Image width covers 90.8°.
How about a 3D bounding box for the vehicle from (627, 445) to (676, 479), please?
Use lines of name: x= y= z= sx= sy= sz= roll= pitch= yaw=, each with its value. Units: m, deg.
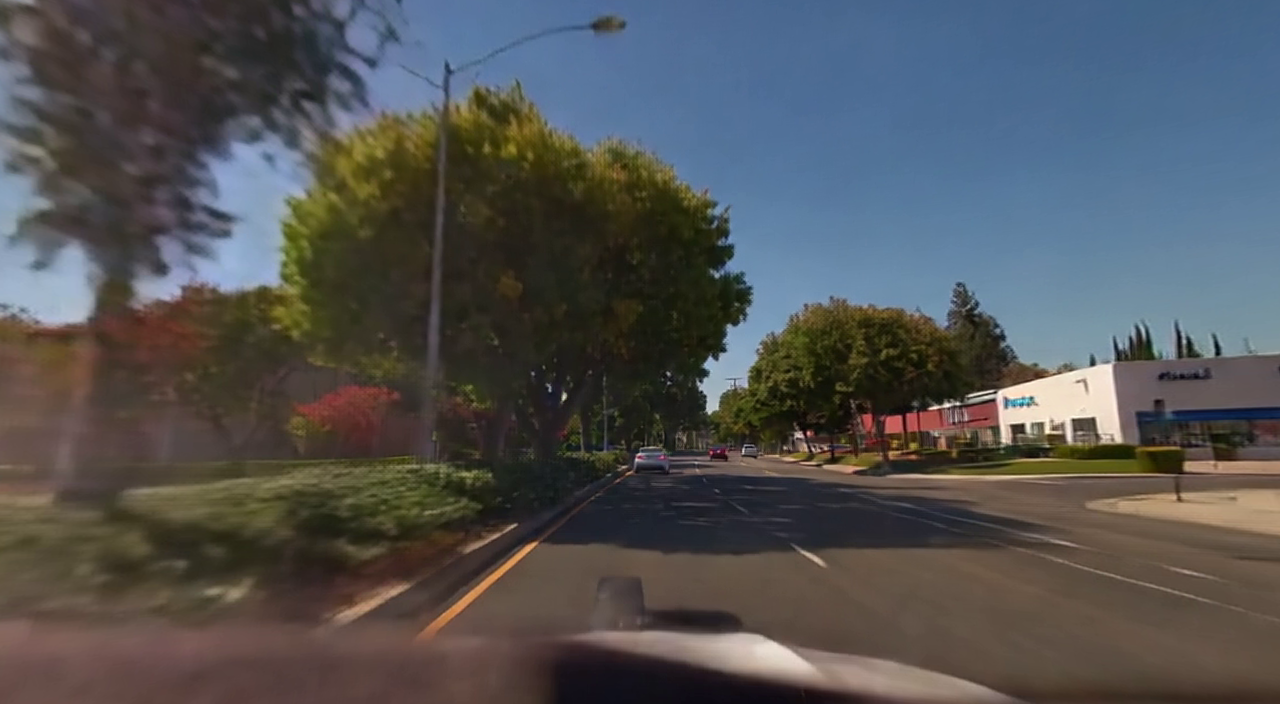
vehicle: x=0.607 y=5.029 z=29.244 sx=2.095 sy=1.456 sz=3.873 roll=-1 pitch=-8 yaw=4
